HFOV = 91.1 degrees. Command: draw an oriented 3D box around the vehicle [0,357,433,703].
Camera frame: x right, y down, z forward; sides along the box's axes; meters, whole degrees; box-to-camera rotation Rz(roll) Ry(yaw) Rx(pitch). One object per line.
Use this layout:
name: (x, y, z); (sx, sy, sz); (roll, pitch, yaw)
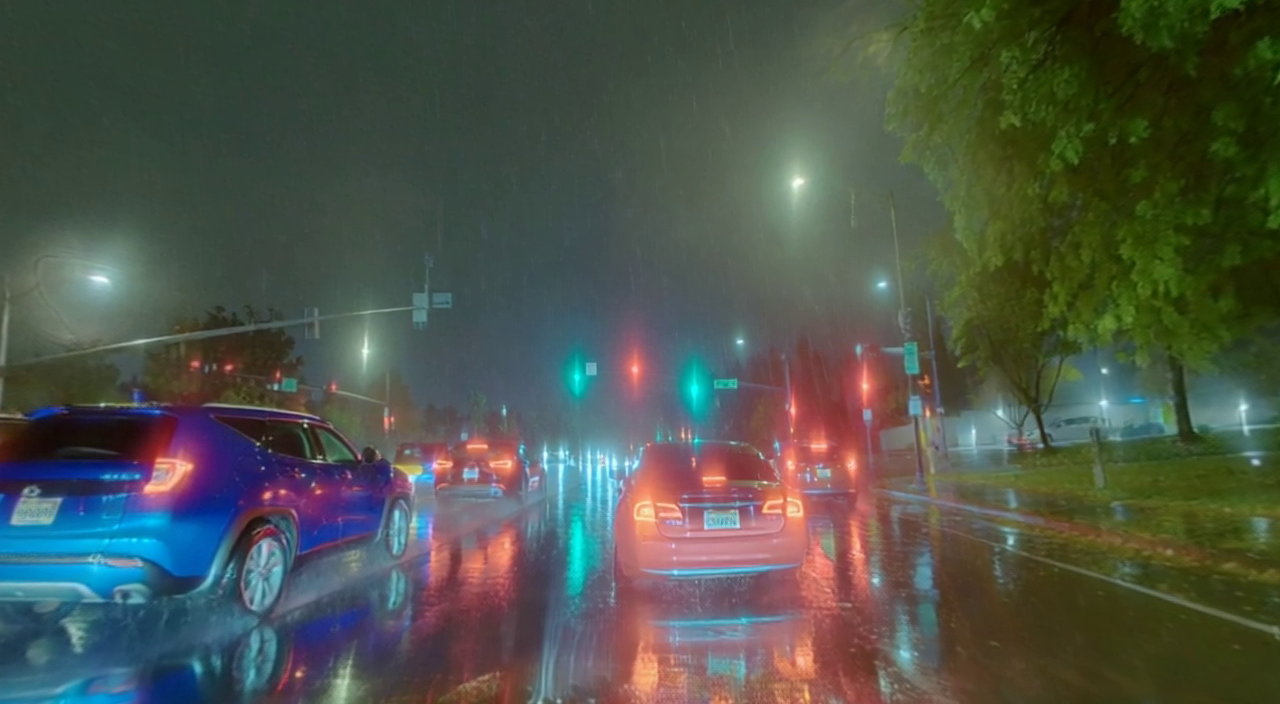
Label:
vehicle: (-3.465, 1.218, 5.280); (1.889, 1.767, 4.289); (0, -8, 1)

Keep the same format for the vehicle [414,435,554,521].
vehicle: (-3.073, 2.565, 13.325); (1.868, 1.516, 4.114); (0, -8, 0)

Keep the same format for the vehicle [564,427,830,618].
vehicle: (0.440, 1.614, 6.883); (2.051, 1.460, 3.932); (0, -8, 0)

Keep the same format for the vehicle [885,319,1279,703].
vehicle: (3.042, 0.922, 3.052); (1.880, 1.747, 4.500); (0, -8, 0)
